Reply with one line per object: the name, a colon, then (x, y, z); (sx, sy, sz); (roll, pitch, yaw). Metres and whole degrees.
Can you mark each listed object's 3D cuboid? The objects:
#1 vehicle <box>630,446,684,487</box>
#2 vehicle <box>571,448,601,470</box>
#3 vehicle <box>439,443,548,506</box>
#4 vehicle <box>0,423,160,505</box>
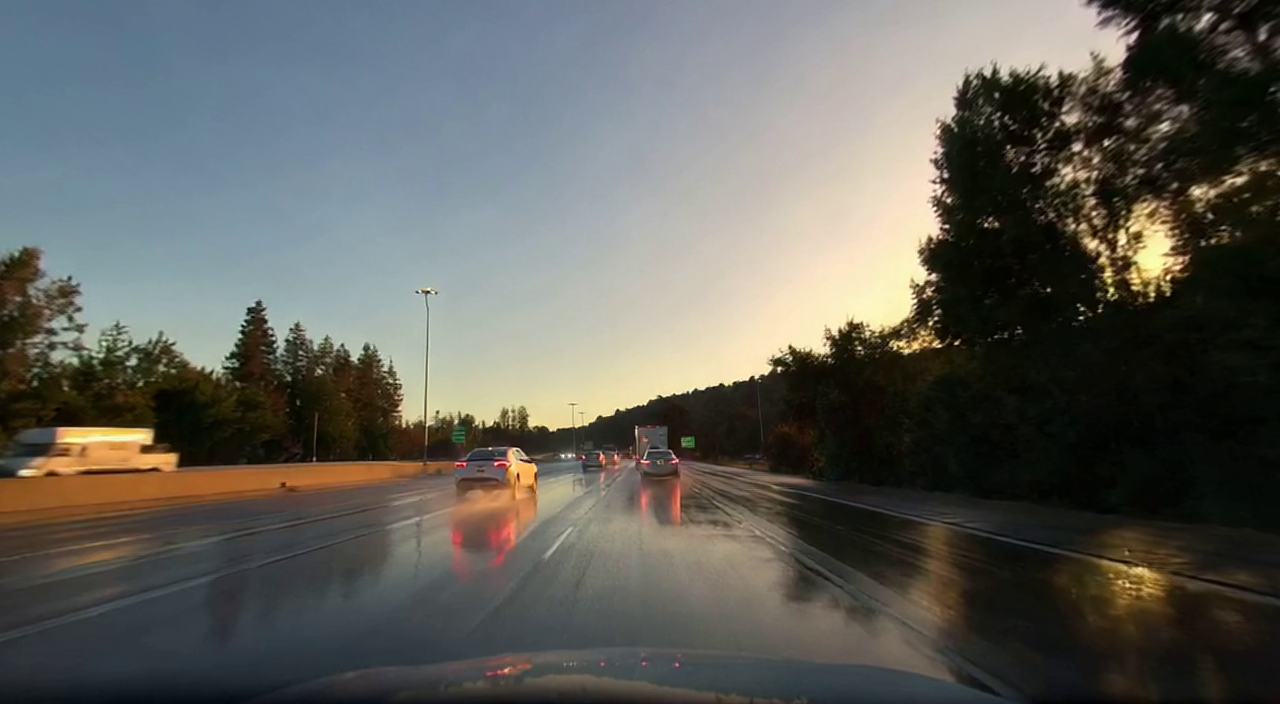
vehicle: (0.637, 4.646, 25.772); (2.015, 1.526, 4.286); (0, -9, 0)
vehicle: (-3.912, 7.811, 46.013); (1.837, 1.530, 3.844); (0, -9, 0)
vehicle: (-3.892, 3.324, 17.498); (1.940, 1.502, 4.463); (-1, -9, 1)
vehicle: (-20.092, 3.833, 21.772); (2.393, 2.473, 5.435); (-1, -9, 1)
